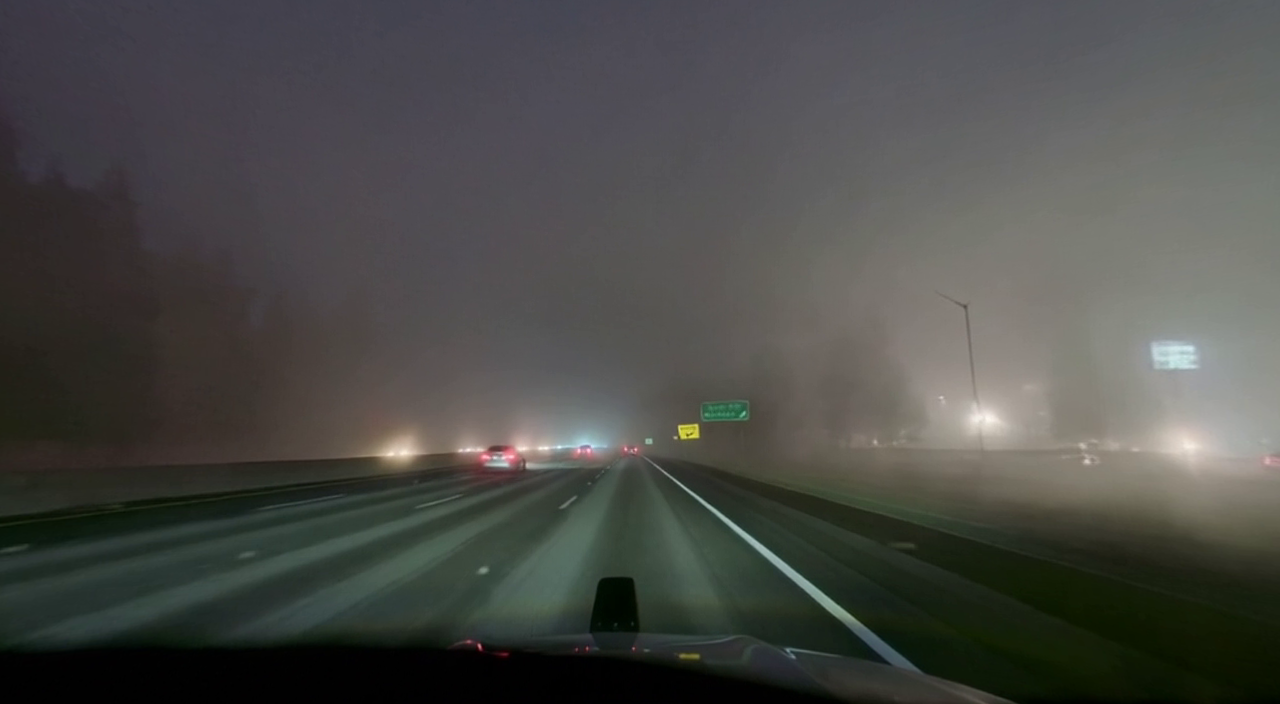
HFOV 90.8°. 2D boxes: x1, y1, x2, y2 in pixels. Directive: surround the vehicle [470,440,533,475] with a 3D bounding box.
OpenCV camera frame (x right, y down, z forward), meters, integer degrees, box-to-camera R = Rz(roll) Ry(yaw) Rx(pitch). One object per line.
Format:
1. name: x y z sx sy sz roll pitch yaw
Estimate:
1. vehicle: -6.839 5.239 31.685 2.016 1.606 4.806 0 -8 1
